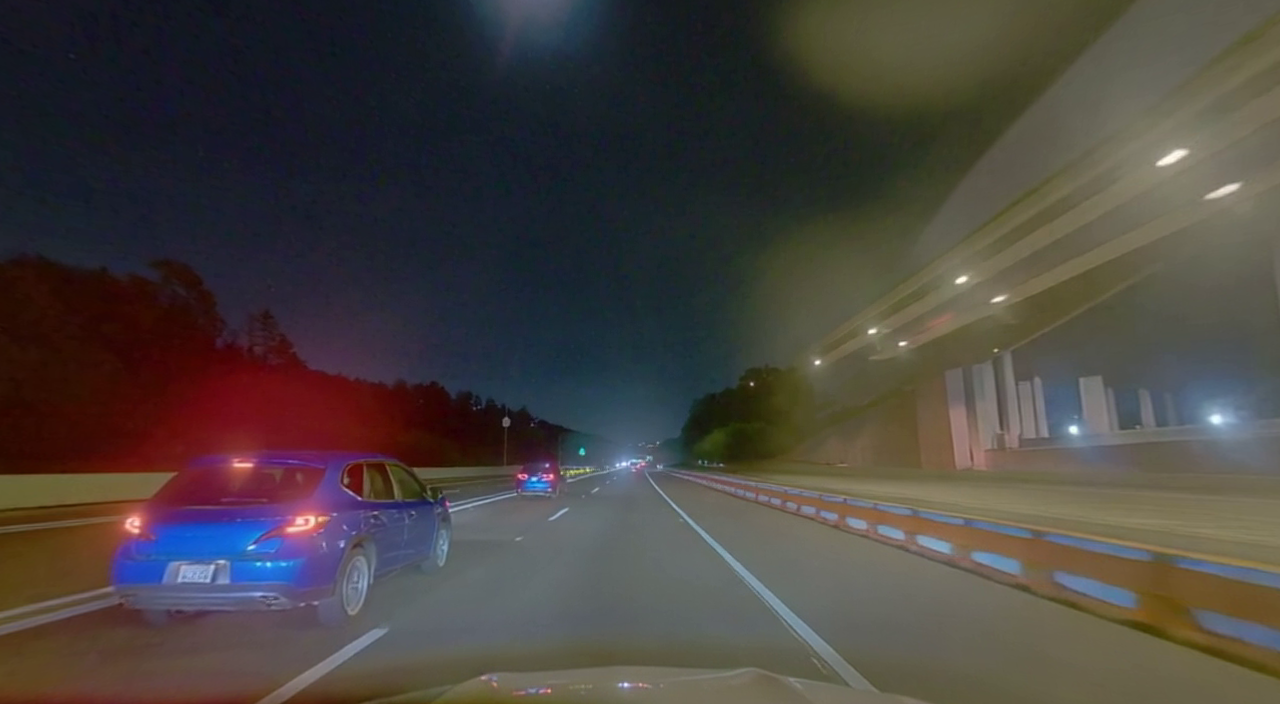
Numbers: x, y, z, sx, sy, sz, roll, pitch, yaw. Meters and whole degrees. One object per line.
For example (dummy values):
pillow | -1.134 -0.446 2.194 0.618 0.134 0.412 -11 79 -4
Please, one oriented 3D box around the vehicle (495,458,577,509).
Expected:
vehicle | -3.298 4.279 20.707 1.992 1.466 3.690 1 -10 1

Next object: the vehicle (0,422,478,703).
vehicle | -3.213 1.581 5.792 2.023 1.507 5.082 1 -10 1
